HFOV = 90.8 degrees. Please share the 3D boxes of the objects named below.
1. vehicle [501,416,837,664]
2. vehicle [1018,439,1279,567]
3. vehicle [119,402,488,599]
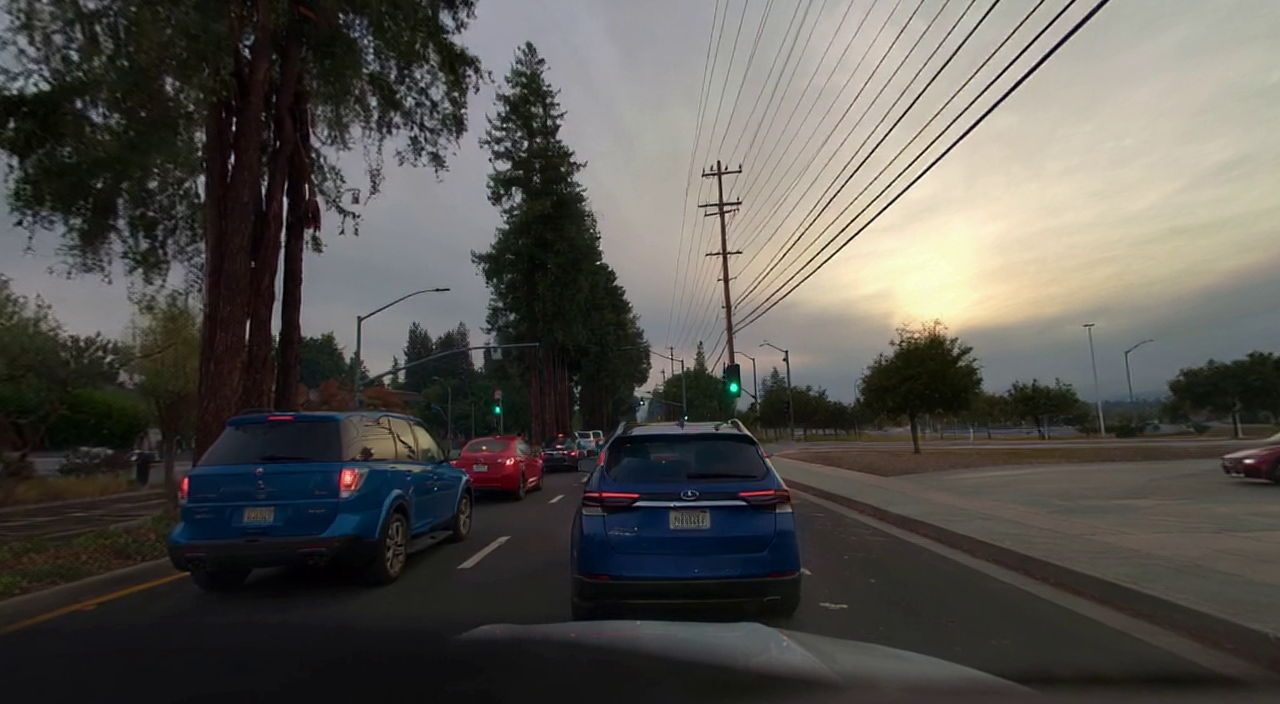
[{"bbox_3d":[0.112,1.449,5.946,2.056,1.487,4.003,0,-9,-2],"label":"vehicle"},{"bbox_3d":[8.382,2.160,9.931,1.993,1.508,4.521,0,-9,-1],"label":"vehicle"},{"bbox_3d":[-3.473,1.623,7.763,2.105,1.706,4.337,0,-9,0],"label":"vehicle"}]
